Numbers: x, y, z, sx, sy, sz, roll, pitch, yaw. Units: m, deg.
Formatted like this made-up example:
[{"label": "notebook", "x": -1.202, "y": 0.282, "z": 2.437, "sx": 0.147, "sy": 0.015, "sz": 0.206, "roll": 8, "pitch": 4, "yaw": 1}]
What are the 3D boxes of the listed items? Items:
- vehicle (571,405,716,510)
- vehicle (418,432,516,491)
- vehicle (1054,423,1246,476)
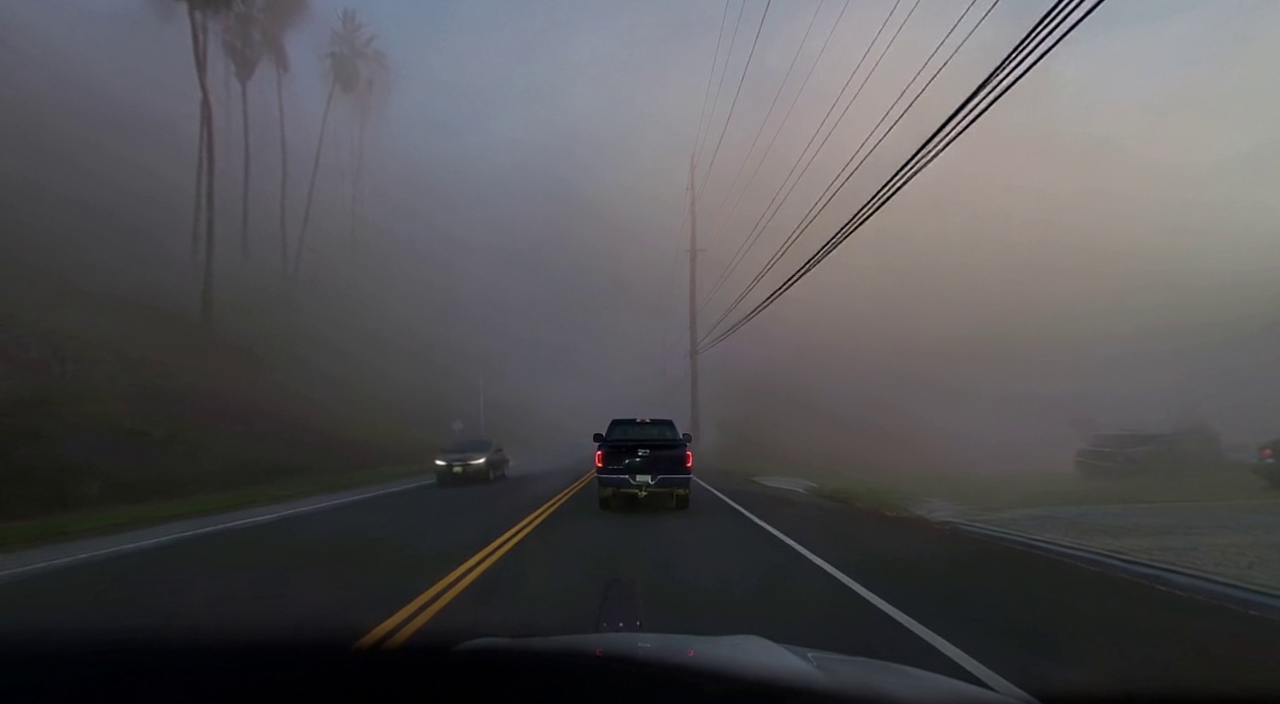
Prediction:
[{"label": "vehicle", "x": -0.011, "y": 2.500, "z": 15.415, "sx": 2.848, "sy": 2.047, "sz": 5.885, "roll": 0, "pitch": -8, "yaw": -2}, {"label": "vehicle", "x": -5.499, "y": 3.527, "z": 20.717, "sx": 2.140, "sy": 1.706, "sz": 4.229, "roll": 0, "pitch": -8, "yaw": -2}, {"label": "vehicle", "x": 20.314, "y": 3.950, "z": 25.740, "sx": 2.277, "sy": 1.836, "sz": 6.267, "roll": 0, "pitch": -9, "yaw": -4}]
